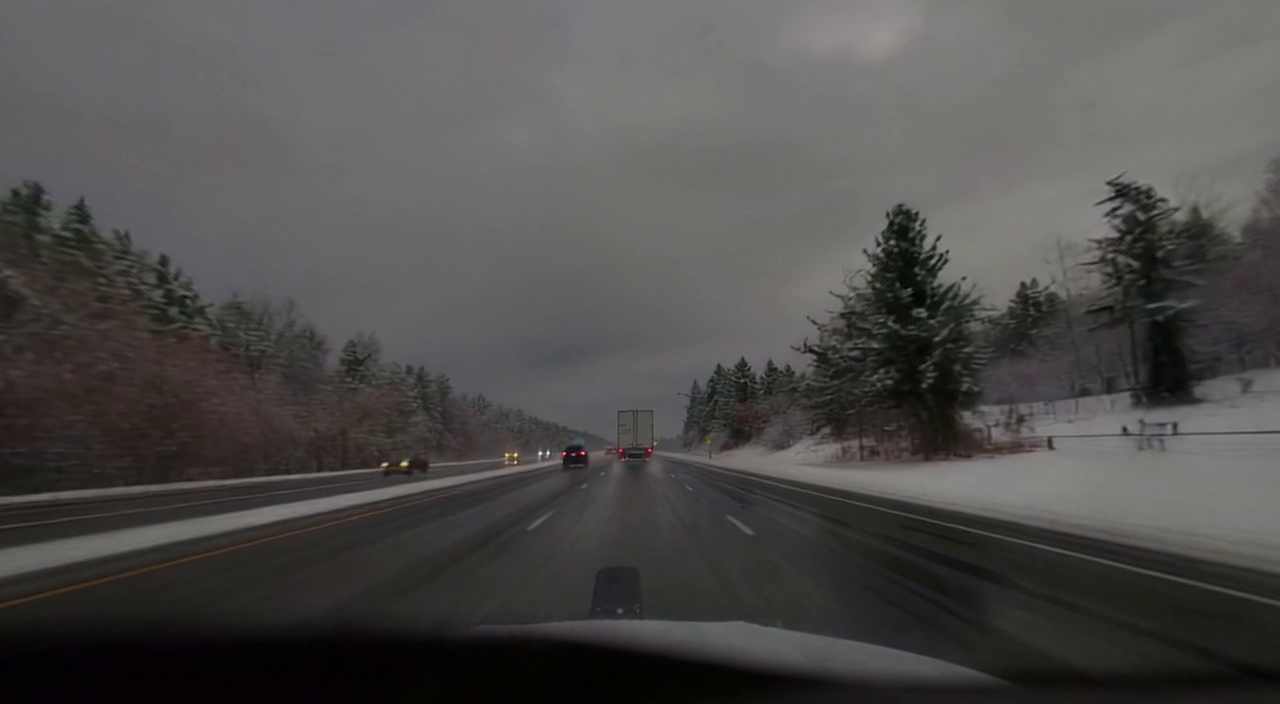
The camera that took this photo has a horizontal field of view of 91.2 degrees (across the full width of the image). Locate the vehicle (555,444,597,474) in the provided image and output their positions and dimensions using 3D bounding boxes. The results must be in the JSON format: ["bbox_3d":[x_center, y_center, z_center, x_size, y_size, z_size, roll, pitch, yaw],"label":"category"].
[{"bbox_3d":[-3.798,6.392,37.659,2.112,1.645,4.129,0,-9,0],"label":"vehicle"}]

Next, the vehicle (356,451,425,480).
[{"bbox_3d":[-14.024,6.377,35.494,1.898,1.504,4.710,0,-9,1],"label":"vehicle"}]
